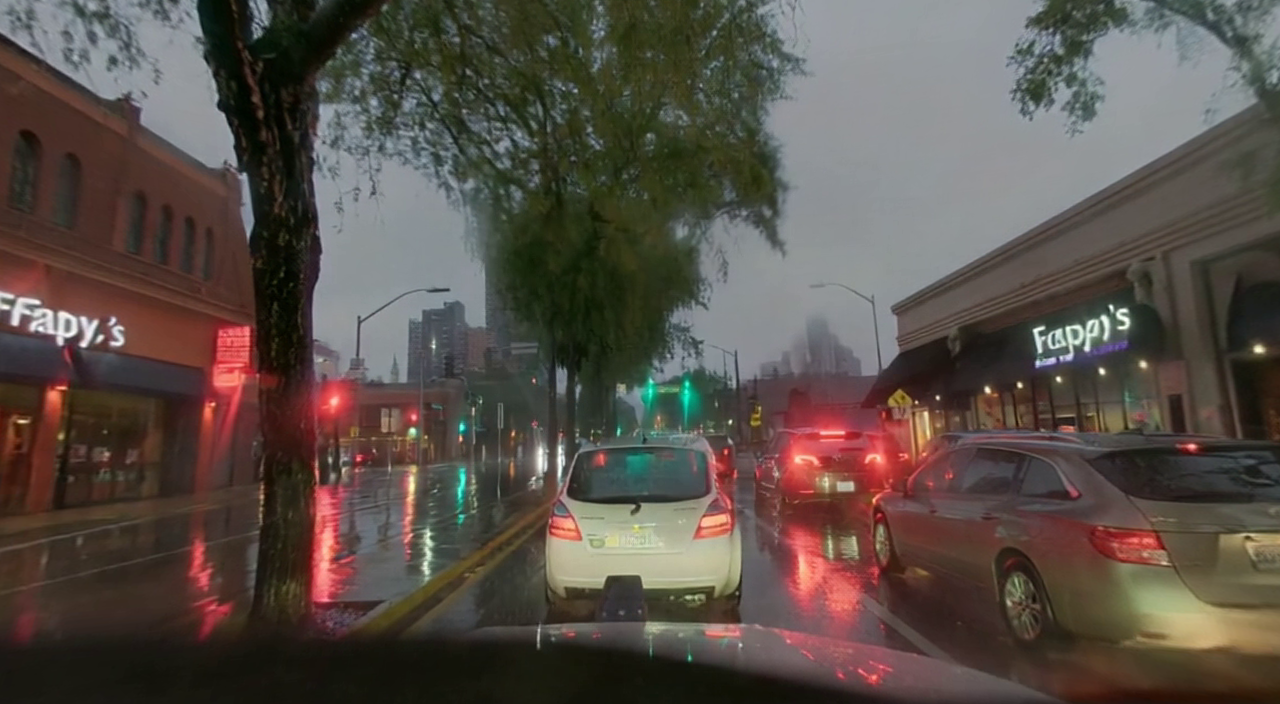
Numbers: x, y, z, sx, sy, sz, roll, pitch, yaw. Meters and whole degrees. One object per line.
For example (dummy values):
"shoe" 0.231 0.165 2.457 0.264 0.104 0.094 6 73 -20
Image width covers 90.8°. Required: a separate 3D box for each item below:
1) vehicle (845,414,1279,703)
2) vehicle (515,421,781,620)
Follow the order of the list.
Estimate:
"vehicle" 3.401 1.371 5.313 1.988 1.480 4.195 0 -9 1
"vehicle" 0.053 1.550 6.636 2.006 1.487 3.535 0 -9 0
